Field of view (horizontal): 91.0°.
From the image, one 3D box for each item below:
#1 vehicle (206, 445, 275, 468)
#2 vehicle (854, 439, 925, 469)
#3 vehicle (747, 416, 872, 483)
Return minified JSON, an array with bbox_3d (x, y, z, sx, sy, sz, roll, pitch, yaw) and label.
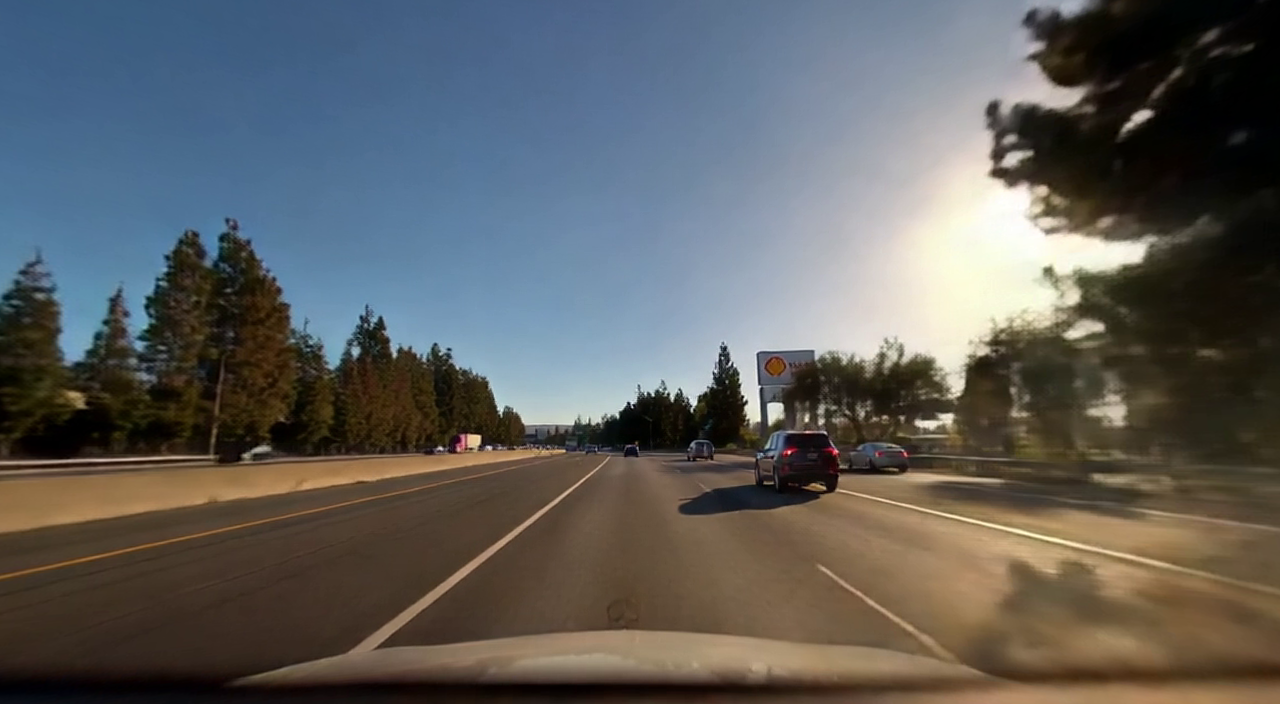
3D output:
[{"bbox_3d":[-28.662,7.486,45.298,1.987,1.600,4.662,0,-8,-1],"label":"vehicle"},{"bbox_3d":[14.127,5.796,35.904,2.072,1.611,4.387,0,-8,-2],"label":"vehicle"},{"bbox_3d":[6.707,4.042,26.388,2.779,2.339,8.073,0,-8,-2],"label":"vehicle"}]
